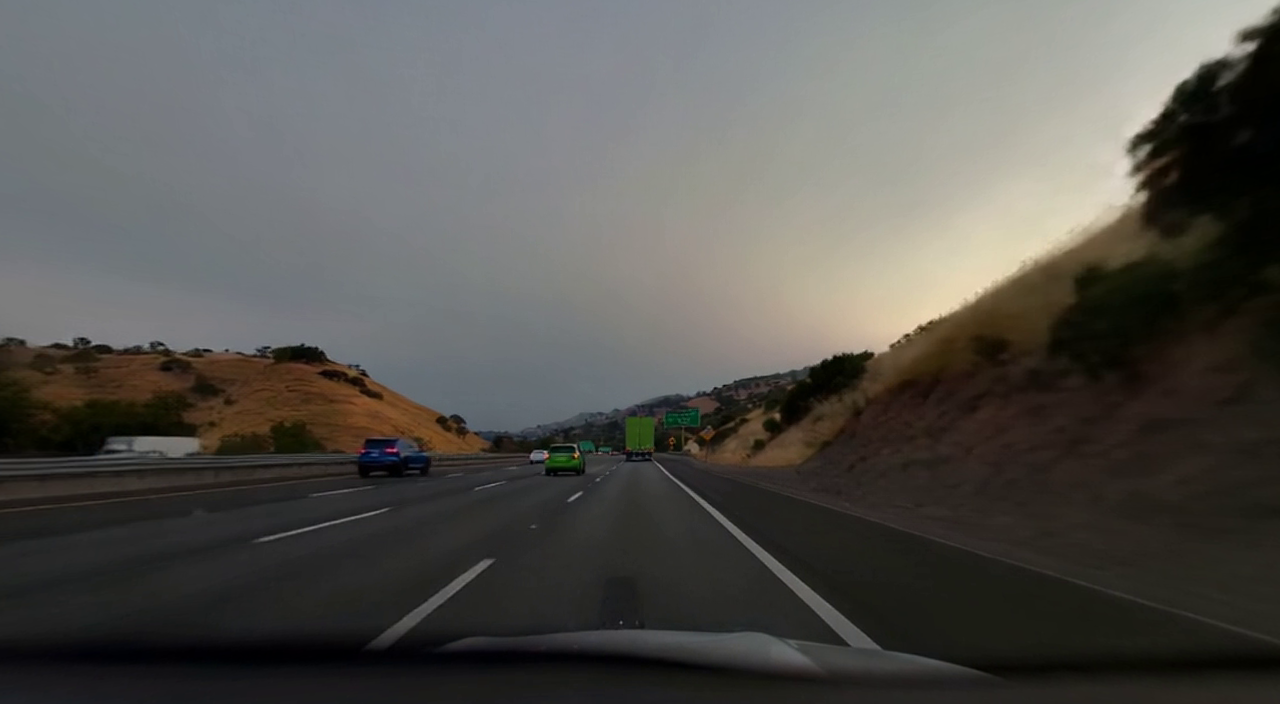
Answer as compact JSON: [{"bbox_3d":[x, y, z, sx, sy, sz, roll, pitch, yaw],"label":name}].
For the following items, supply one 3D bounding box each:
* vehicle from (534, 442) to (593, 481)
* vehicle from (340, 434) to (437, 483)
[{"bbox_3d":[-3.637,5.280,30.707,2.194,1.725,4.698,0,-9,1],"label":"vehicle"},{"bbox_3d":[-10.818,4.618,27.581,2.111,1.906,5.028,0,-9,1],"label":"vehicle"}]
